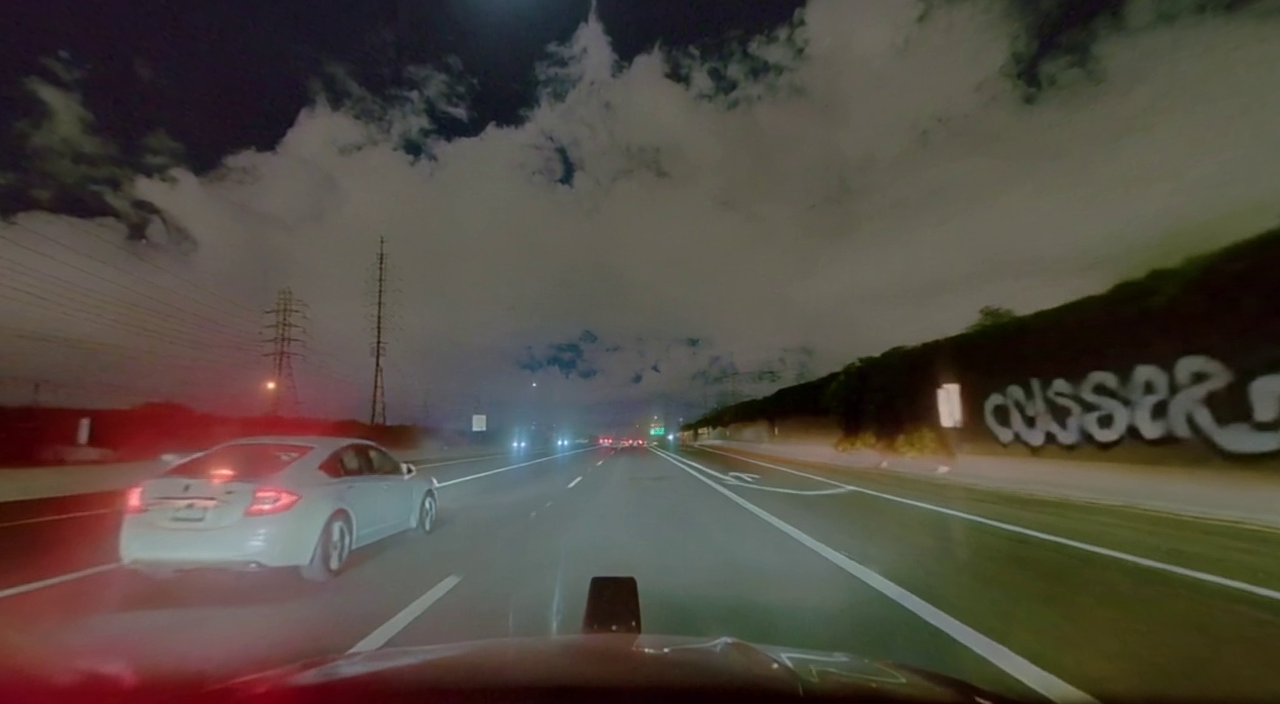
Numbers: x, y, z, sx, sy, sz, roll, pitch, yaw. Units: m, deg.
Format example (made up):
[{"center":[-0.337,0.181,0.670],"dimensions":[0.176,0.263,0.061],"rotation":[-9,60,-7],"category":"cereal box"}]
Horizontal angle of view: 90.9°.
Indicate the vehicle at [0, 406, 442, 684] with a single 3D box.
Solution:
[{"center":[-3.639,1.387,5.960],"dimensions":[2.000,1.513,4.901],"rotation":[0,-8,-1],"category":"vehicle"}]
